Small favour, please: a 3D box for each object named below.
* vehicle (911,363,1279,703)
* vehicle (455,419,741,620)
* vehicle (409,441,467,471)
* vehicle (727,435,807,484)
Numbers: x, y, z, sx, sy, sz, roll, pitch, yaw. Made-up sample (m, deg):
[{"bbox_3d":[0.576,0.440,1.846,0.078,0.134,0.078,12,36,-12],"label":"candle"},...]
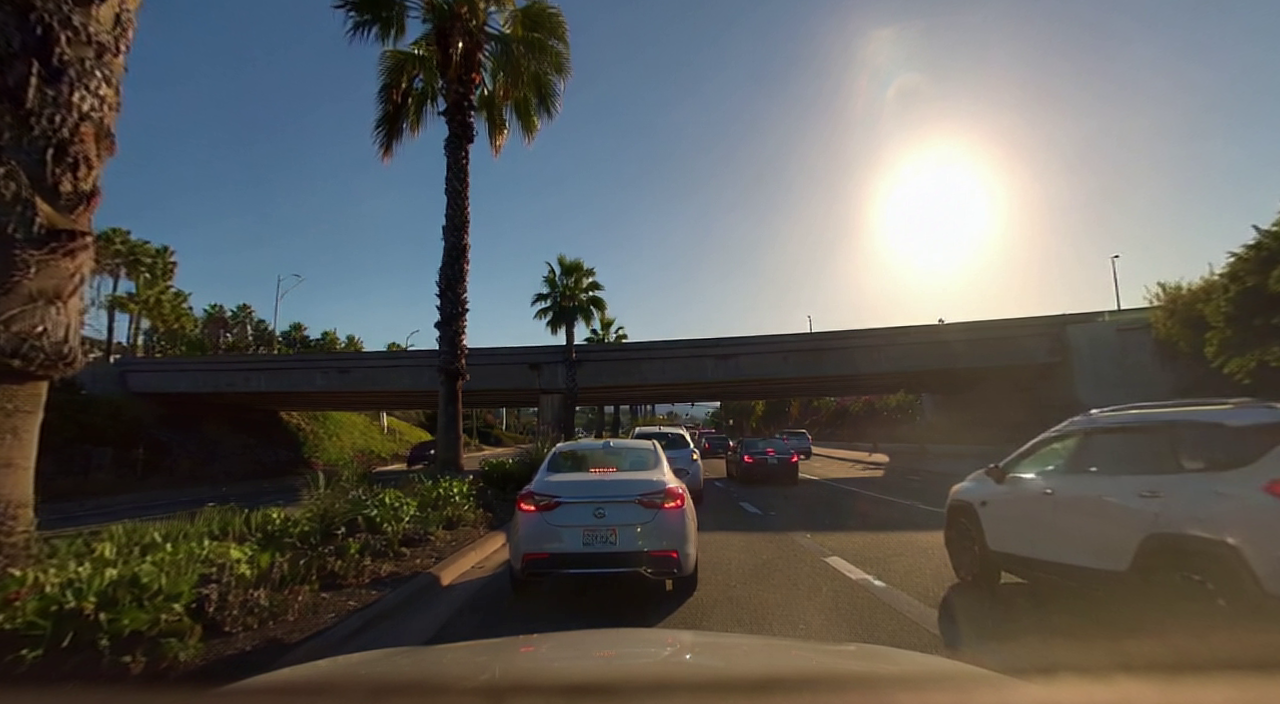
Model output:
[{"bbox_3d":[4.082,1.123,4.622,2.149,1.609,4.807,0,-9,2],"label":"vehicle"},{"bbox_3d":[-0.268,1.575,6.856,2.172,1.506,4.018,0,-9,2],"label":"vehicle"},{"bbox_3d":[-12.088,6.232,37.922,2.084,1.704,4.485,0,-9,-1],"label":"vehicle"},{"bbox_3d":[4.330,3.745,22.208,2.034,1.517,4.840,0,-9,3],"label":"vehicle"}]
